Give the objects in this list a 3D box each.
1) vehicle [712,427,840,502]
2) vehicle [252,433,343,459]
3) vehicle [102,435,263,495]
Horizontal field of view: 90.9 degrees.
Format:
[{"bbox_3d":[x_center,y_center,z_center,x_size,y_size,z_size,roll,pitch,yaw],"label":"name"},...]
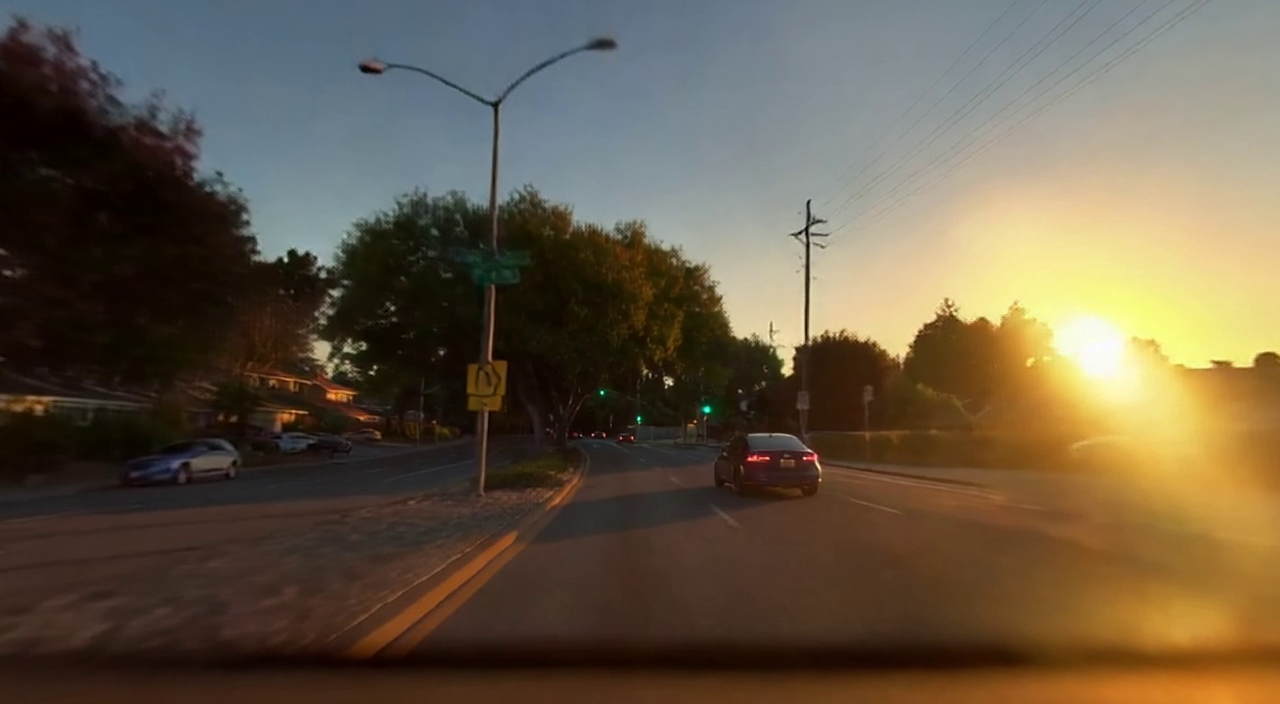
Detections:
[{"bbox_3d":[2.925,2.539,14.570,1.960,1.479,4.086,0,-9,-1],"label":"vehicle"},{"bbox_3d":[-21.946,6.070,40.569,4.717,1.615,2.014,2,-9,-12],"label":"vehicle"},{"bbox_3d":[-14.065,3.474,19.787,1.949,1.642,4.376,0,-9,-4],"label":"vehicle"}]
